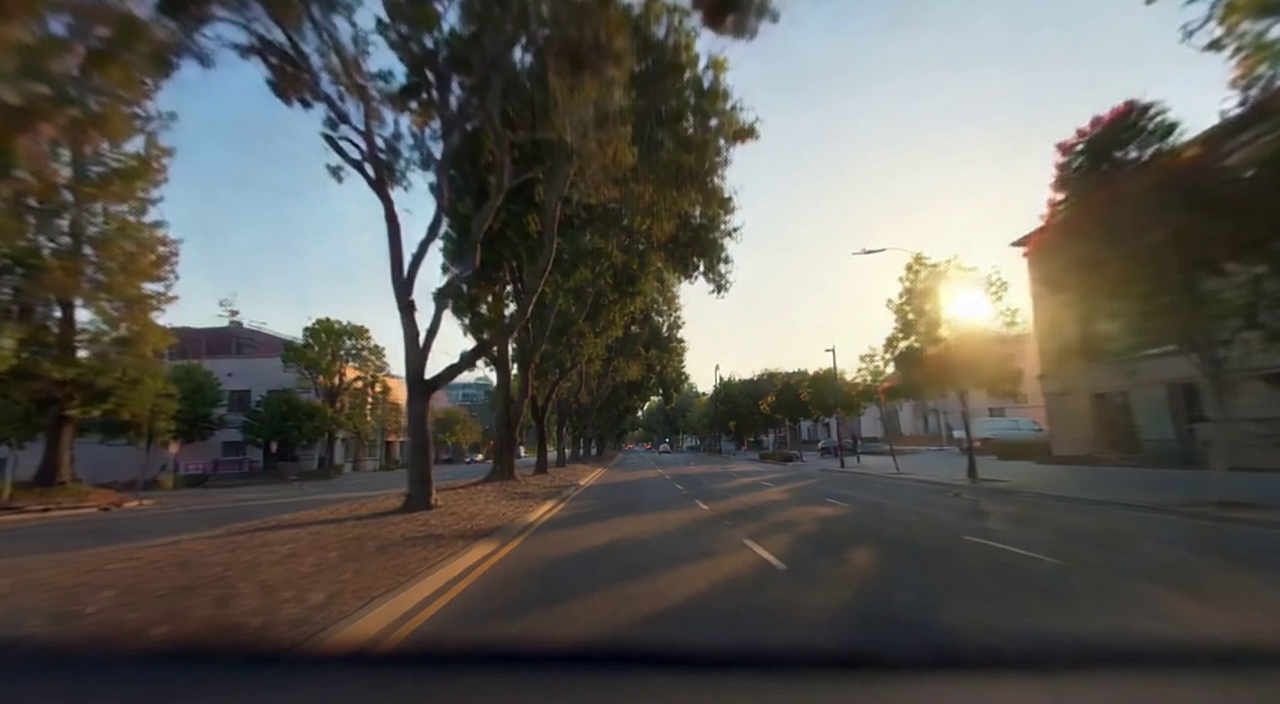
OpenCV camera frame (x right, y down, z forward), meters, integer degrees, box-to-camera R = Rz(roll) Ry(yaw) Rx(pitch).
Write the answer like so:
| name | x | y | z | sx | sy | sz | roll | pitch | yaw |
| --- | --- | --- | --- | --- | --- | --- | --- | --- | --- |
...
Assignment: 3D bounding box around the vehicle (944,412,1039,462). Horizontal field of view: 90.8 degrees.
| name | x | y | z | sx | sy | sz | roll | pitch | yaw |
| --- | --- | --- | --- | --- | --- | --- | --- | --- | --- |
| vehicle | 21.688 | 5.335 | 39.367 | 2.400 | 2.851 | 5.992 | 0 | -8 | 0 |
